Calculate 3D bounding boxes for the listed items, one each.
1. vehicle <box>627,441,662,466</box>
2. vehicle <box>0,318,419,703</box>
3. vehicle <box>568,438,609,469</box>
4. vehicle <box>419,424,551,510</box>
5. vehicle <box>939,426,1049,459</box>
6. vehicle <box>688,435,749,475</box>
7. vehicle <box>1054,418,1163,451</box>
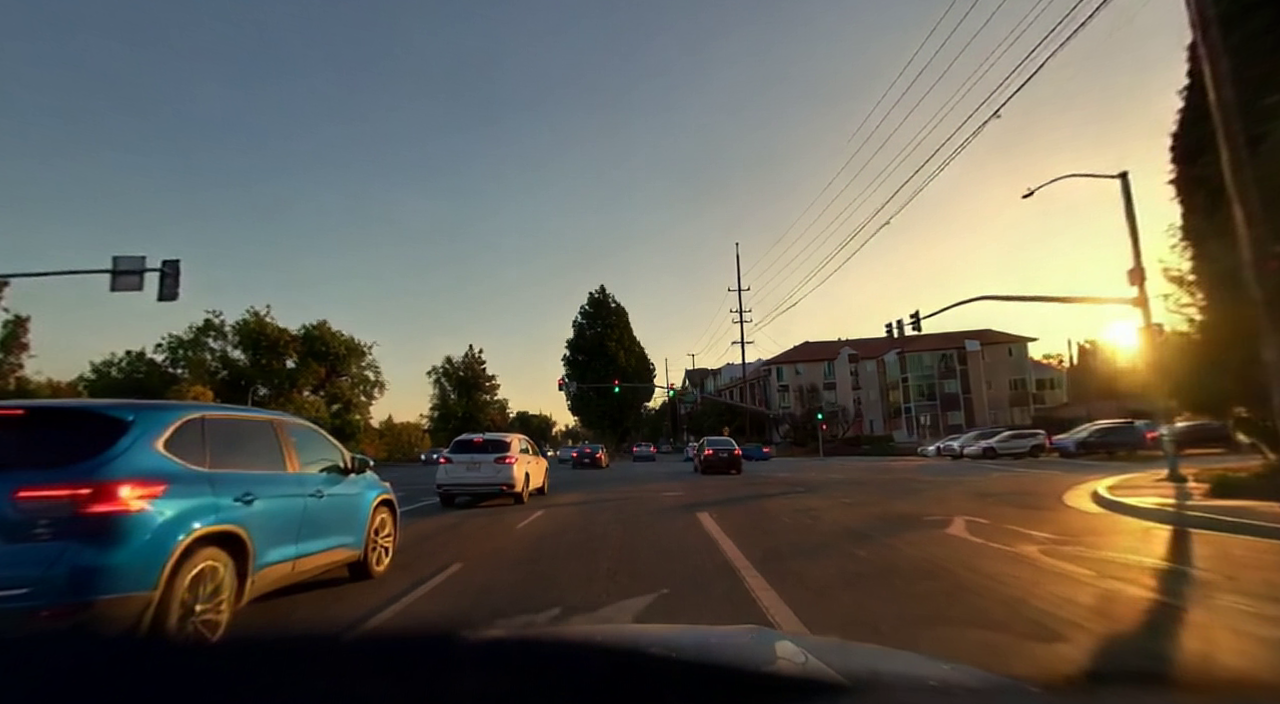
[{"bbox_3d":[0.282,6.629,41.320,2.185,1.515,4.215,0,-8,1],"label":"vehicle"},{"bbox_3d":[-3.411,1.057,4.340,2.127,1.754,4.287,0,-8,1],"label":"vehicle"},{"bbox_3d":[-2.933,5.872,36.583,1.900,1.677,4.128,0,-8,2],"label":"vehicle"},{"bbox_3d":[-3.491,2.680,15.152,1.958,1.744,4.315,0,-8,2],"label":"vehicle"},{"bbox_3d":[19.802,5.071,35.367,5.033,1.802,1.928,0,-9,-5],"label":"vehicle"},{"bbox_3d":[3.585,4.815,29.645,2.201,1.734,4.564,0,-8,0],"label":"vehicle"},{"bbox_3d":[26.305,4.655,35.515,4.439,1.748,2.037,0,-8,1],"label":"vehicle"}]
